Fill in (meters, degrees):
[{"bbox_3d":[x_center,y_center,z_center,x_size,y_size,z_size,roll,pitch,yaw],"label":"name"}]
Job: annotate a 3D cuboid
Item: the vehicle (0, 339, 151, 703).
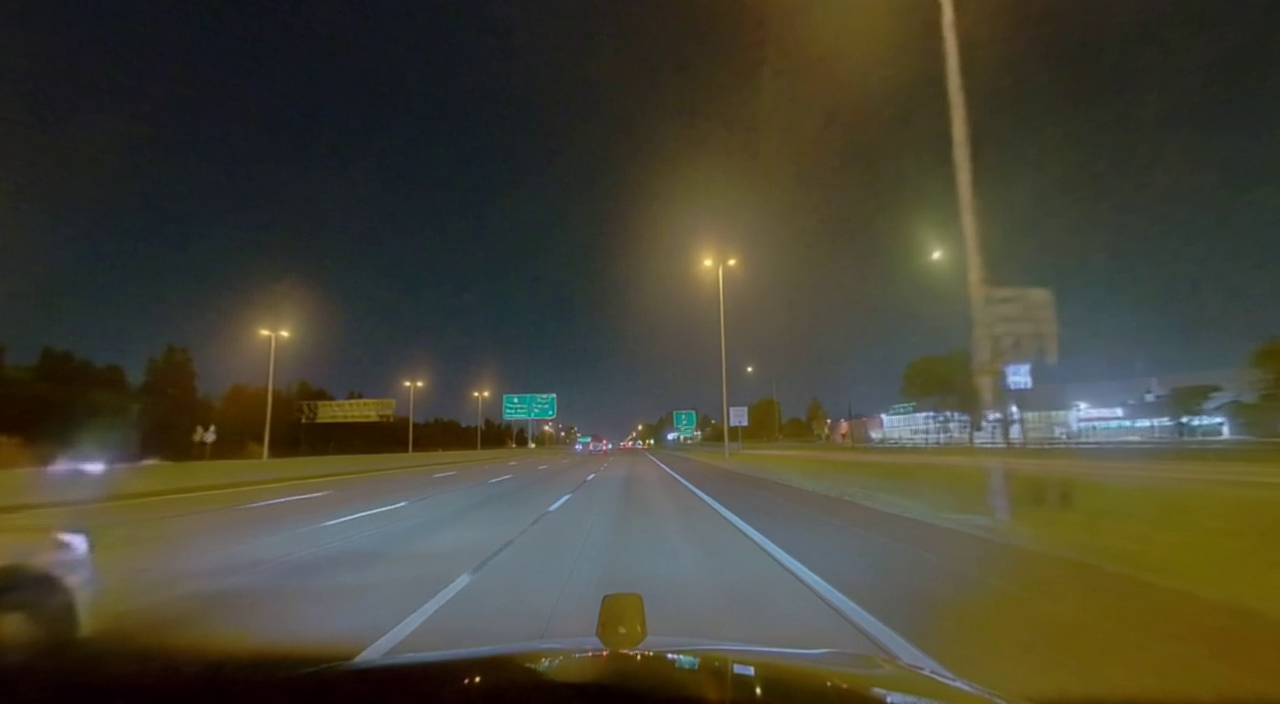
[{"bbox_3d":[-3.815,0.603,1.111,2.150,1.761,4.697,0,-8,-1],"label":"vehicle"}]
